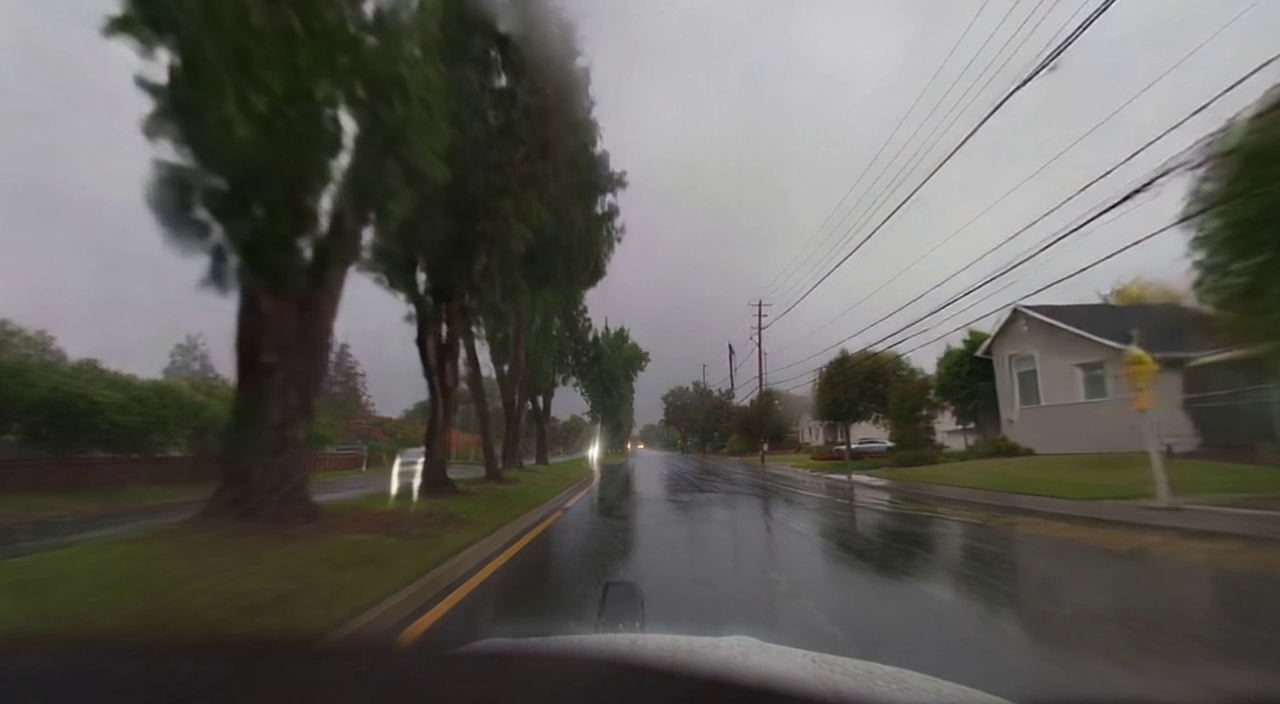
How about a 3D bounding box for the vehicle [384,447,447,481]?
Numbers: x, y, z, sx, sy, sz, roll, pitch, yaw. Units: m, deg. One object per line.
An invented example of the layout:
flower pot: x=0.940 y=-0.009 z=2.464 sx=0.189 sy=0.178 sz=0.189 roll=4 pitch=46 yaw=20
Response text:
vehicle: x=-13.503 y=6.724 z=38.361 sx=2.112 sy=1.847 sz=4.765 roll=0 pitch=-8 yaw=-1
